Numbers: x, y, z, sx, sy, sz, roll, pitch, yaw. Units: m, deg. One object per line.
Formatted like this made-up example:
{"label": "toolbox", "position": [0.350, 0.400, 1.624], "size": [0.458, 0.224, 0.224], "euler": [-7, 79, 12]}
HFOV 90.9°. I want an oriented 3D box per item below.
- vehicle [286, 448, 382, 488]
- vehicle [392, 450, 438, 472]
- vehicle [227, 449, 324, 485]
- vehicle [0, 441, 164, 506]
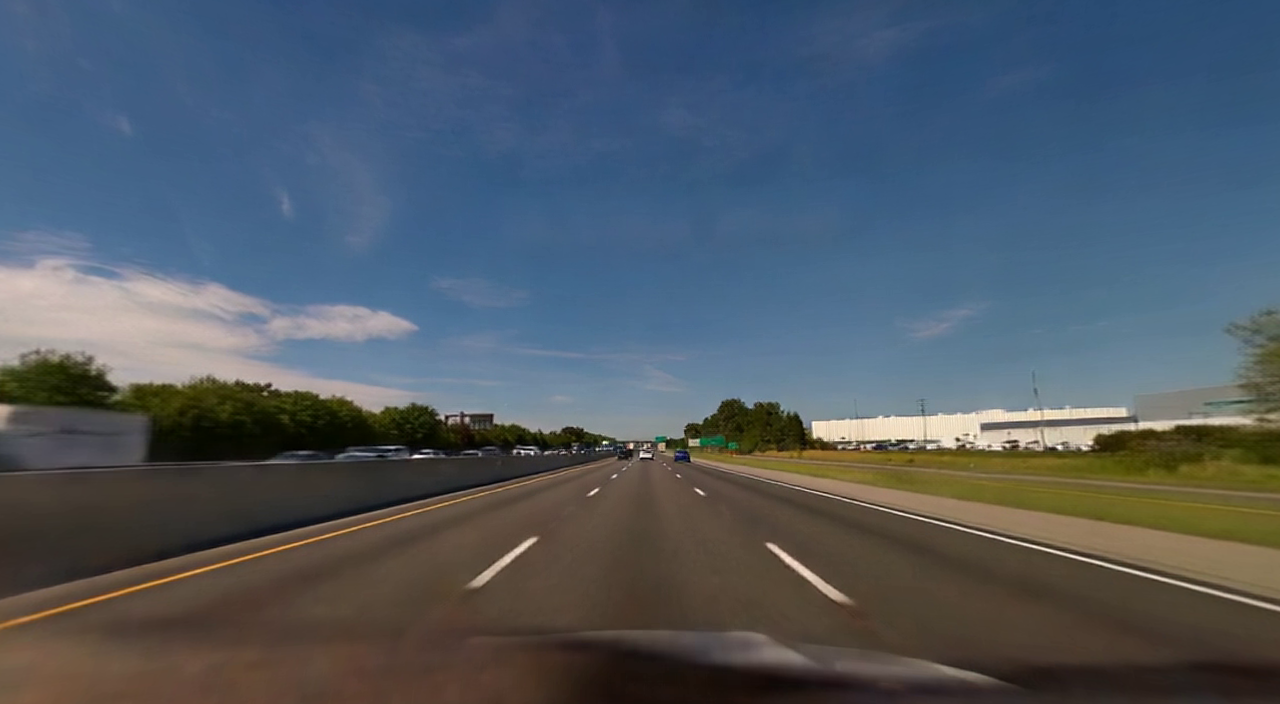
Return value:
{"label": "vehicle", "position": [-12.025, 4.568, 25.073], "size": [1.814, 1.438, 3.897], "euler": [-1, -9, 1]}
{"label": "vehicle", "position": [-16.015, 7.765, 45.068], "size": [1.835, 1.455, 3.673], "euler": [-1, -9, 2]}
{"label": "vehicle", "position": [-16.205, 5.113, 28.300], "size": [1.793, 1.452, 4.239], "euler": [0, -9, 0]}
{"label": "vehicle", "position": [-16.042, 3.346, 17.733], "size": [1.888, 1.584, 4.228], "euler": [0, -9, 1]}
